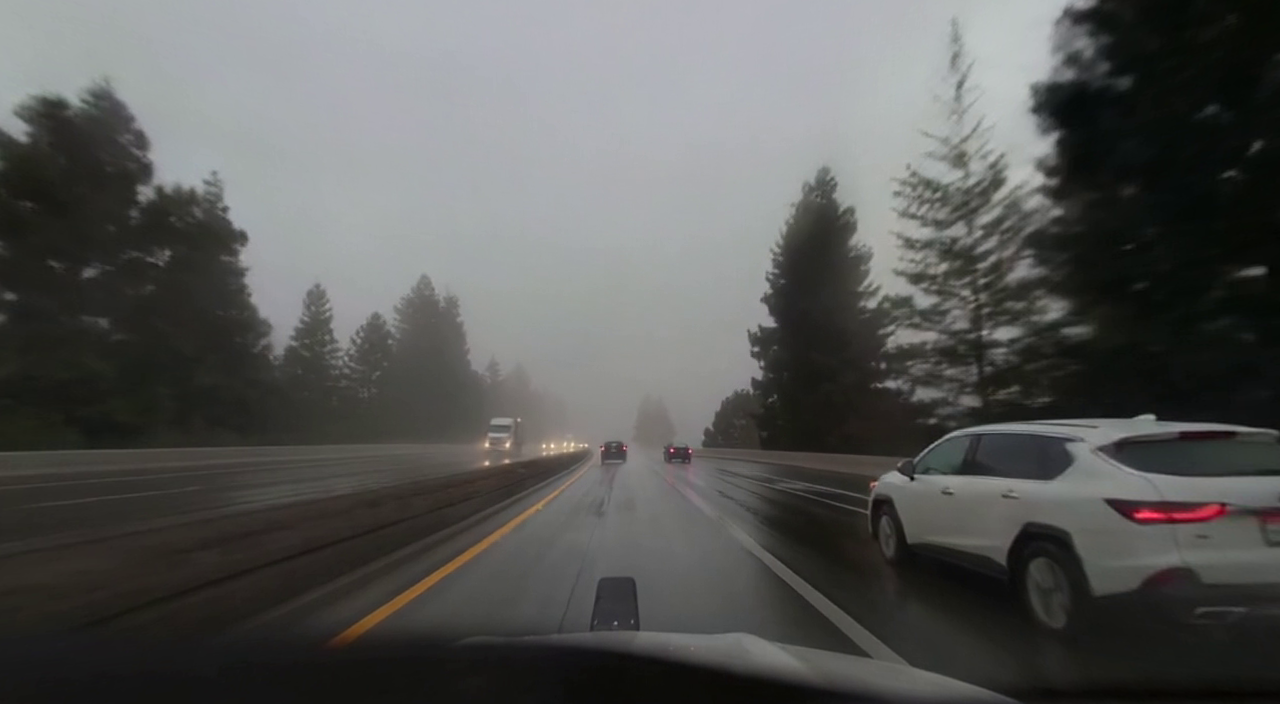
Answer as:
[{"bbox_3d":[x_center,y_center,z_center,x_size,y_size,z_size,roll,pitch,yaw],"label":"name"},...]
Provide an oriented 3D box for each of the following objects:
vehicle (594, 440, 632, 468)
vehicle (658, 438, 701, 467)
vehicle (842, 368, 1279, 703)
[{"bbox_3d":[-1.632,6.147,38.303,2.178,1.559,4.254,0,-8,-3],"label":"vehicle"},{"bbox_3d":[2.229,5.801,36.544,2.146,1.546,3.796,0,-8,-1],"label":"vehicle"},{"bbox_3d":[3.335,1.139,4.397,2.055,1.566,5.046,0,-8,-1],"label":"vehicle"}]
